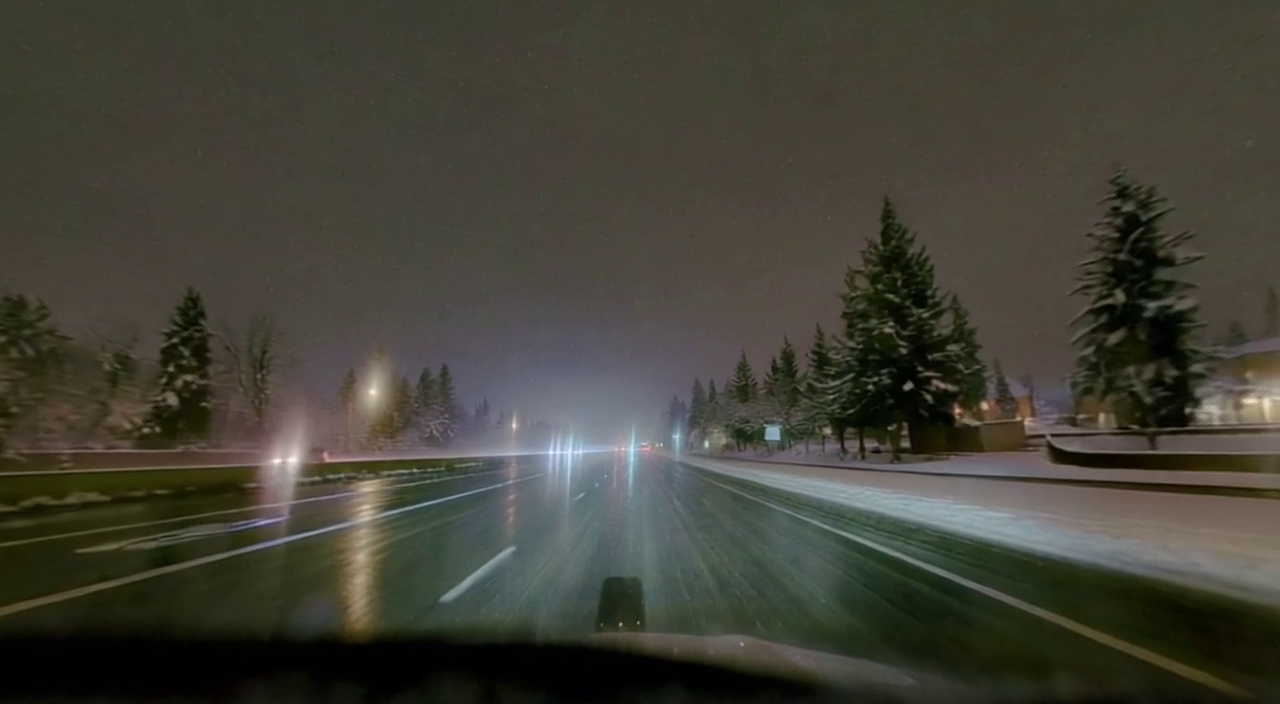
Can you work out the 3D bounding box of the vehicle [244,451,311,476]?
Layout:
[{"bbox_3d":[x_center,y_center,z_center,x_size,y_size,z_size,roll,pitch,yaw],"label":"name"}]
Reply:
[{"bbox_3d":[-24.949,7.662,43.532,1.918,1.596,4.471,0,-9,2],"label":"vehicle"}]
